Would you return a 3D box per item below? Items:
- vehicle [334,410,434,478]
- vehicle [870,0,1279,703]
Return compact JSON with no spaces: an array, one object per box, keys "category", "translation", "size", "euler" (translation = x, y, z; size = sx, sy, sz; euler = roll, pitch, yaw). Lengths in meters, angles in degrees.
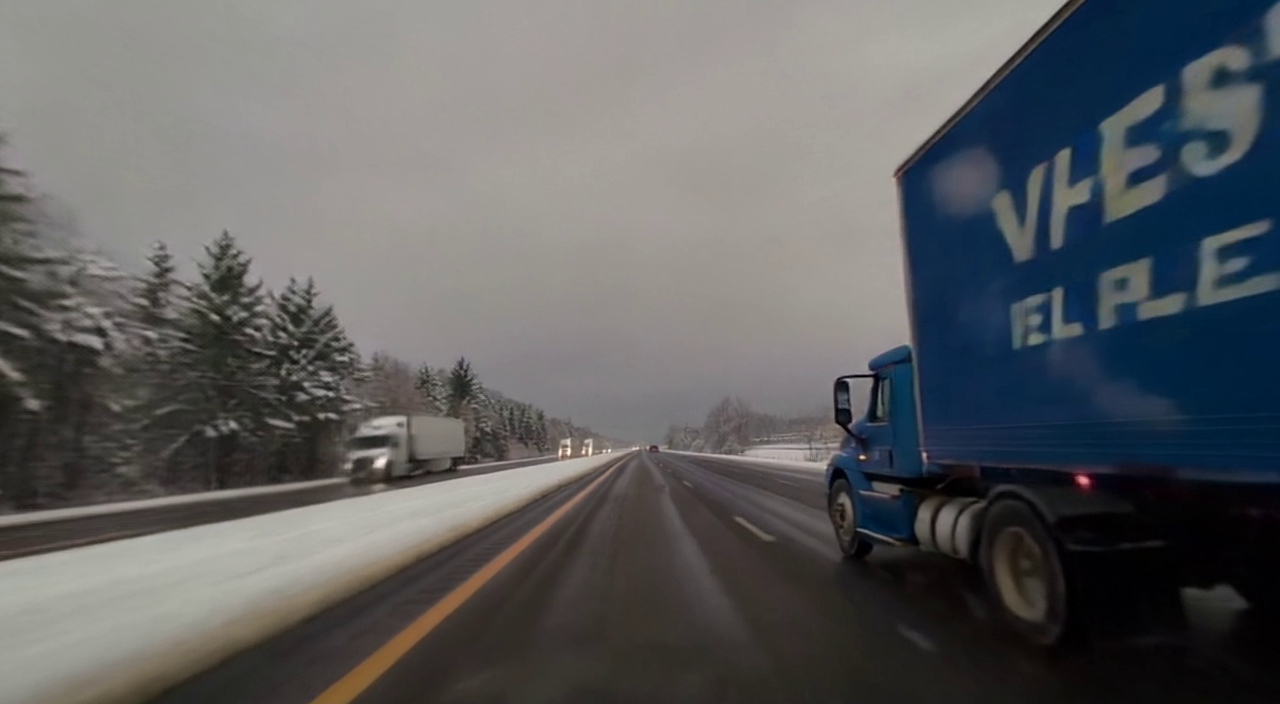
[{"category":"vehicle","translation":[-15.679,5.774,39.403],"size":[3.119,3.797,7.398],"euler":[0,-9,-1]},{"category":"vehicle","translation":[3.727,-0.491,1.839],"size":[2.982,4.164,7.753],"euler":[0,-9,-1]}]
